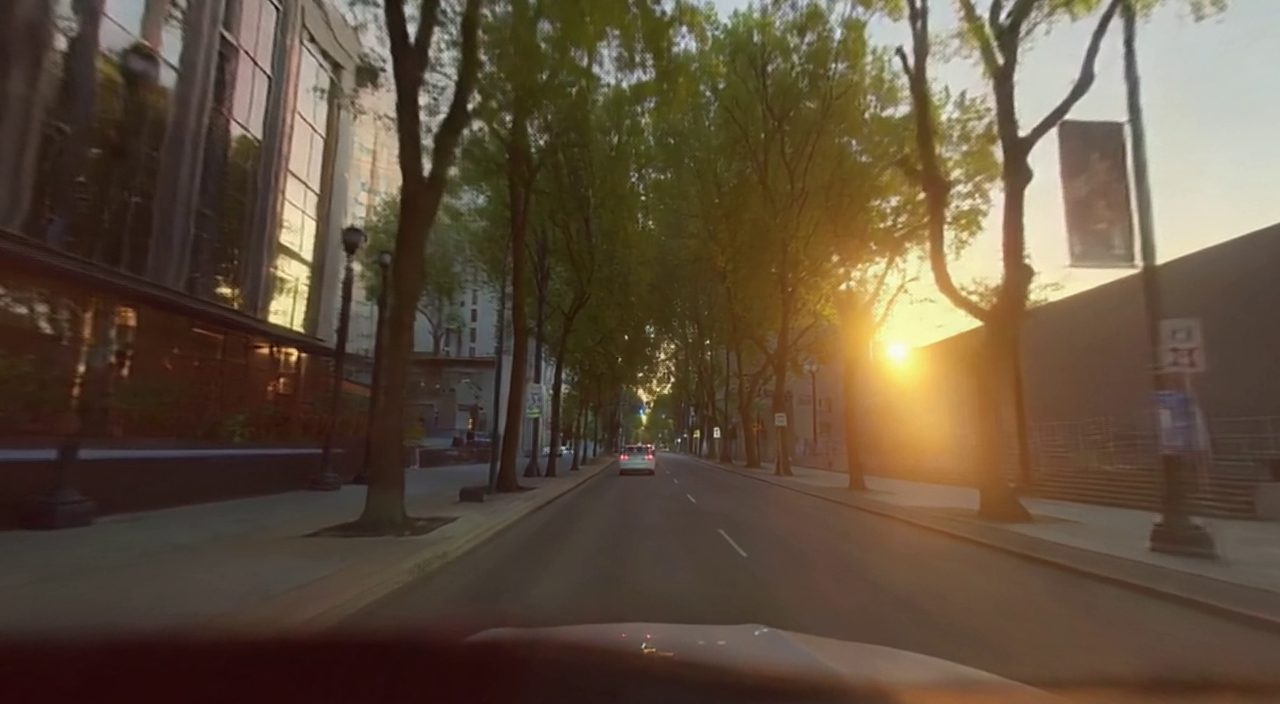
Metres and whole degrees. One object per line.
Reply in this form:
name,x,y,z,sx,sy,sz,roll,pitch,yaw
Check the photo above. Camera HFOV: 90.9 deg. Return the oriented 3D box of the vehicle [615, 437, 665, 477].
vehicle,-0.031,4.679,28.265,2.079,1.621,3.861,0,-9,-1
